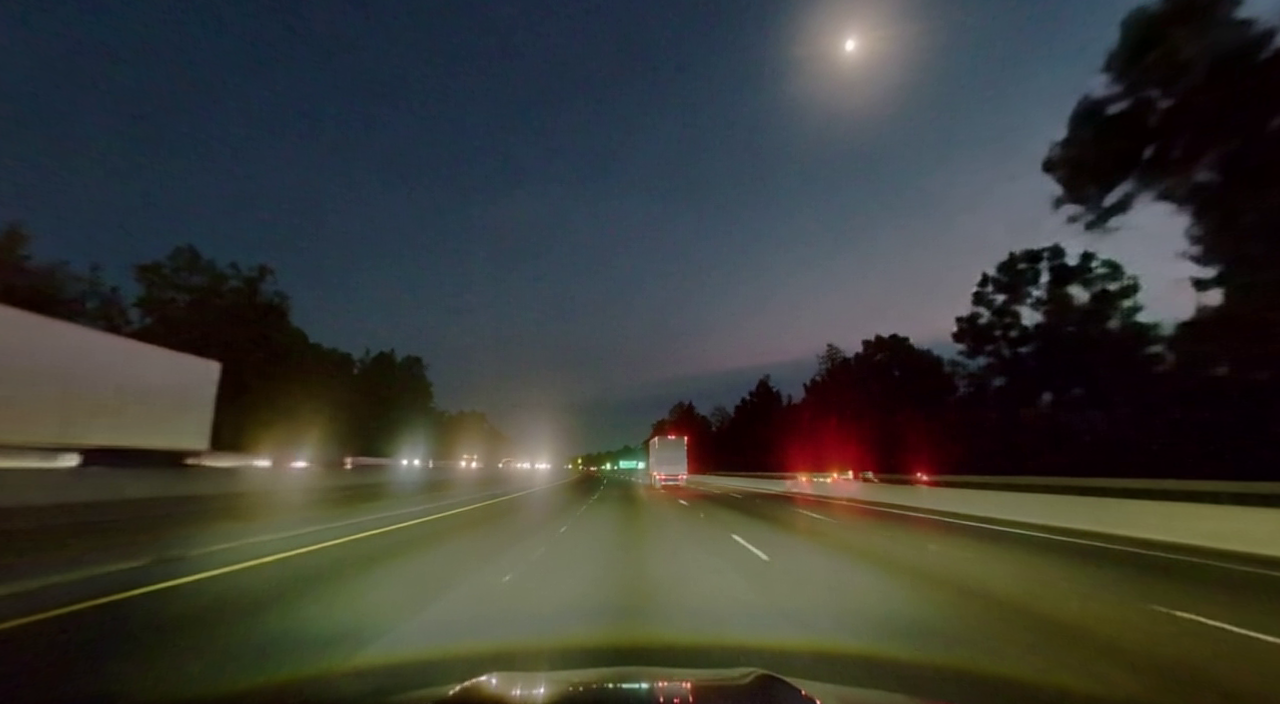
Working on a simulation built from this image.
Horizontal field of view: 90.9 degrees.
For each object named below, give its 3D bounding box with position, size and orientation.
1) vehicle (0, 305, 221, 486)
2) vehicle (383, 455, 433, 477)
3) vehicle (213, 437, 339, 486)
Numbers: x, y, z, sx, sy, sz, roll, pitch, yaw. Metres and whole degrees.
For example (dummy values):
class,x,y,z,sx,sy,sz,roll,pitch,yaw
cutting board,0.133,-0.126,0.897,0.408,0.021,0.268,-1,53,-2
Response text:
class,x,y,z,sx,sy,sz,roll,pitch,yaw
vehicle,-15.920,1.036,14.611,2.843,4.003,14.134,1,-11,-1
vehicle,-16.647,8.246,45.461,1.914,1.484,4.634,1,-11,-2
vehicle,-11.874,3.659,20.910,1.850,1.440,3.928,1,-11,-1
